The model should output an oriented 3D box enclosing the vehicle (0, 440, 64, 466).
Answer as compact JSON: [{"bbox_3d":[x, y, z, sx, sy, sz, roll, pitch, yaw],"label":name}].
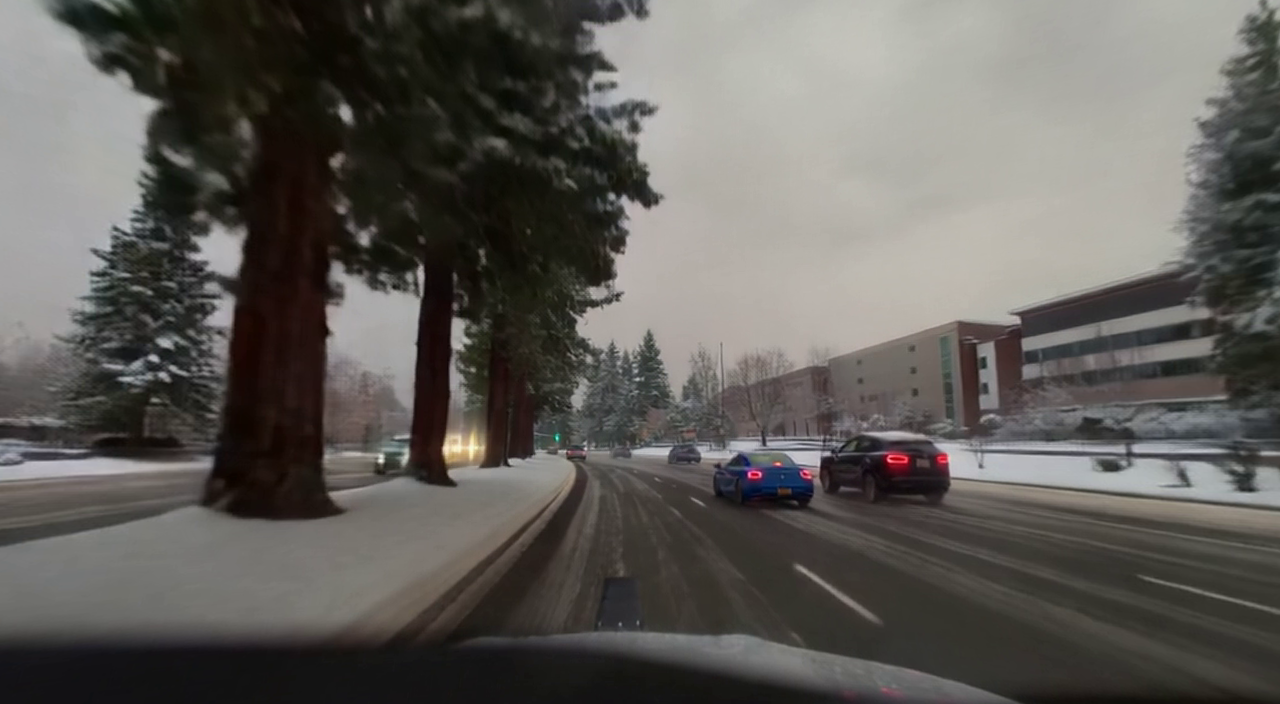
[{"bbox_3d":[-36.664,5.819,36.551,4.431,1.453,1.963,2,-9,-9],"label":"vehicle"}]

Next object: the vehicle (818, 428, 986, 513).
[{"bbox_3d":[6.053,2.781,15.302,1.987,1.730,4.373,0,-9,-3],"label":"vehicle"}]

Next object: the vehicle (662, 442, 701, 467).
[{"bbox_3d":[2.914,7.280,45.026,1.931,1.685,4.054,1,-9,-9],"label":"vehicle"}]

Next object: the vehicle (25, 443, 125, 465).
[{"bbox_3d":[-37.600,6.804,42.175,4.555,1.448,1.912,1,-9,-8],"label":"vehicle"}]

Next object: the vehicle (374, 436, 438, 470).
[{"bbox_3d":[-13.056,5.680,35.617,2.202,1.770,4.742,1,-9,-6],"label":"vehicle"}]

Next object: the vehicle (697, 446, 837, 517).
[{"bbox_3d":[2.660,2.829,14.400,1.990,1.347,4.388,1,-9,-4],"label":"vehicle"}]
